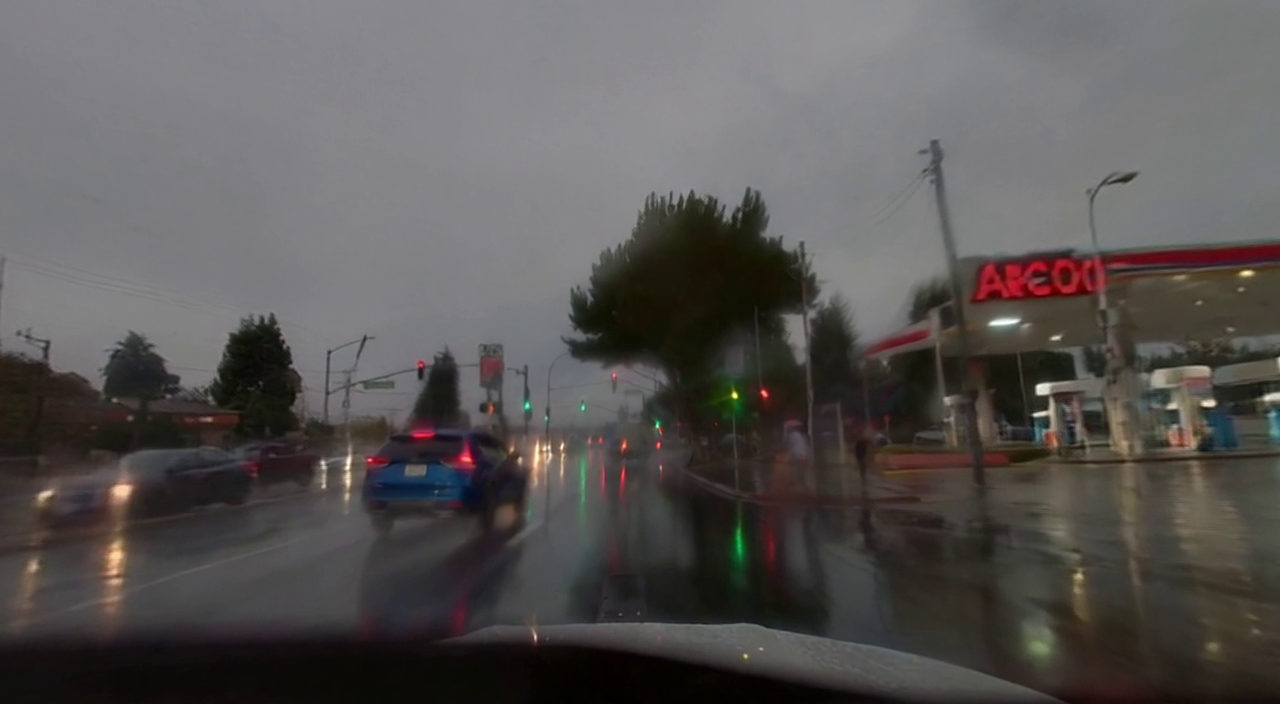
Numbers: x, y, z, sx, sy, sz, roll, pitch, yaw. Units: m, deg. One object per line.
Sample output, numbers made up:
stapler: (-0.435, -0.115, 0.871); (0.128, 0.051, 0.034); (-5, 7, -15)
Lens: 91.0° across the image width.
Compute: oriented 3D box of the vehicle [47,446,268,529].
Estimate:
vehicle: (-11.524, 3.215, 15.611); (1.966, 1.600, 4.746); (-3, -9, -3)

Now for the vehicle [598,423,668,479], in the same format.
vehicle: (-0.355, 4.040, 25.759); (2.552, 1.999, 5.498); (0, -9, -2)

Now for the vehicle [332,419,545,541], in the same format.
vehicle: (-3.295, 2.229, 11.618); (2.247, 1.734, 4.919); (0, -9, 1)
